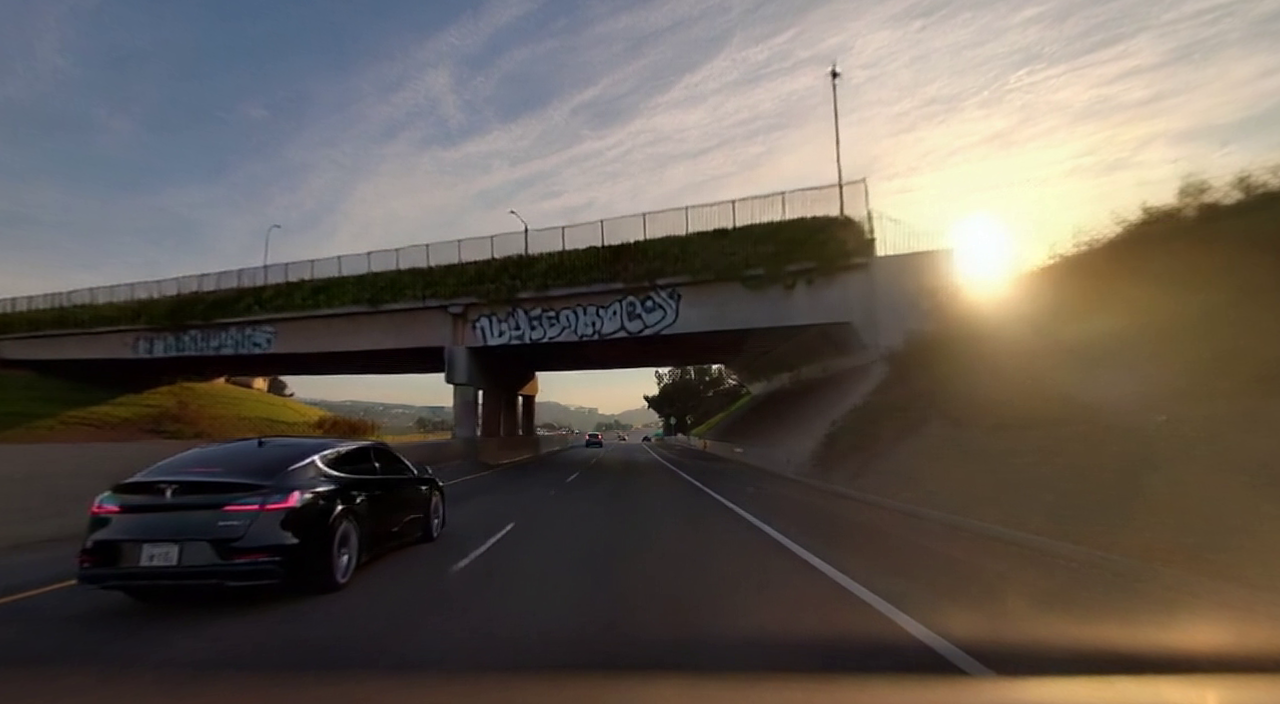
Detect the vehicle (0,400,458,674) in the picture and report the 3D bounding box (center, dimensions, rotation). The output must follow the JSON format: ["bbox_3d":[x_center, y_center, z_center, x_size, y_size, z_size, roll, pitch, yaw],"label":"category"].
[{"bbox_3d":[-3.449,1.365,5.957,2.108,1.555,4.574,0,-8,0],"label":"vehicle"}]
